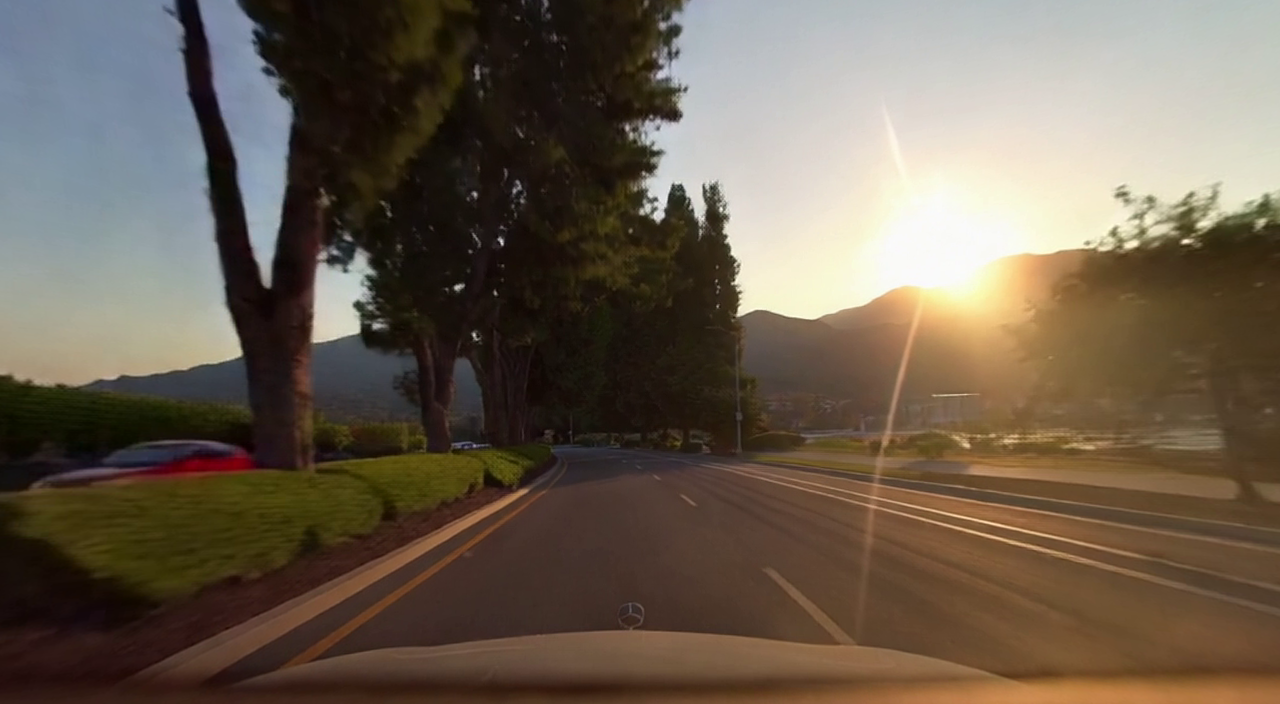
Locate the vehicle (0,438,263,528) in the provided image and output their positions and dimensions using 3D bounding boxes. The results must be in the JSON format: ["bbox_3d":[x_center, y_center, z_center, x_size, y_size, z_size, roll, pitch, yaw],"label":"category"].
[{"bbox_3d":[-9.980,2.538,12.841,2.055,1.471,4.317,0,-9,-2],"label":"vehicle"}]
